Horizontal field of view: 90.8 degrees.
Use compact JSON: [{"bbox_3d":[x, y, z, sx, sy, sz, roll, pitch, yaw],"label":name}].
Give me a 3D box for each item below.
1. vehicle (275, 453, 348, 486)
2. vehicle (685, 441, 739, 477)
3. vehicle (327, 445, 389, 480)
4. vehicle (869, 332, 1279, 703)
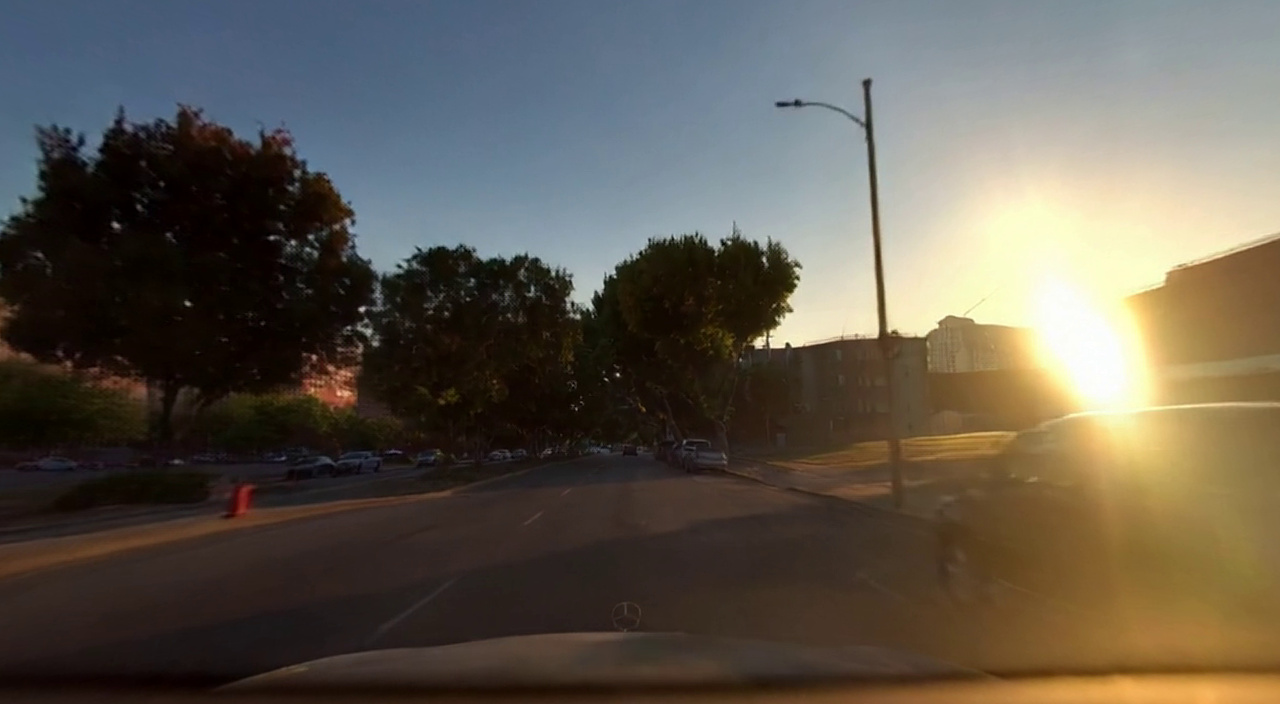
[{"bbox_3d":[-18.511,6.598,35.819,1.791,1.461,4.496,-7,-8,-2],"label":"vehicle"},{"bbox_3d":[3.148,4.778,28.566,1.924,1.492,4.587,0,-8,0],"label":"vehicle"},{"bbox_3d":[-18.468,7.231,41.616,2.007,1.806,4.707,-7,-7,-2],"label":"vehicle"},{"bbox_3d":[3.549,1.092,4.491,2.097,1.723,4.586,0,-8,0],"label":"vehicle"}]
